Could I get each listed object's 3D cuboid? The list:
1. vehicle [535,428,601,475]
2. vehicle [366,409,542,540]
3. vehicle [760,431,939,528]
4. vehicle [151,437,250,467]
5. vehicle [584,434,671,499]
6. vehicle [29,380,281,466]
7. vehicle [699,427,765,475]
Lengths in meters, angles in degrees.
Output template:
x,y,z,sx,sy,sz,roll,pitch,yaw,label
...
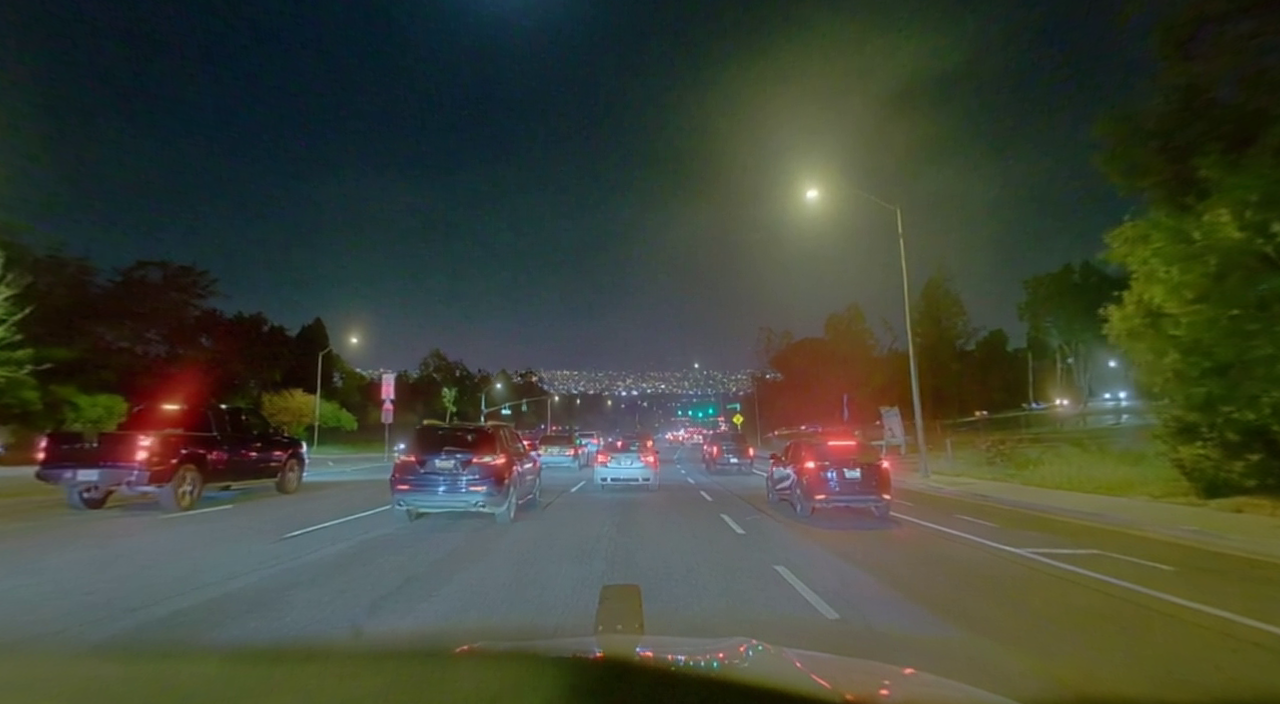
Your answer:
x,y,z,sx,sy,sz,roll,pitch,yaw,label
-3.013,4.295,27.391,2.218,1.829,4.492,0,-8,2,vehicle
-2.921,2.045,11.264,2.111,1.745,5.274,1,-8,-7,vehicle
3.605,2.259,11.807,1.884,1.463,4.195,0,-8,0,vehicle
-23.437,5.362,33.958,1.865,1.493,4.712,-1,-8,2,vehicle
-0.305,2.990,16.920,2.030,1.477,4.330,0,-8,0,vehicle
-27.917,4.522,38.186,3.181,4.189,14.107,-1,-8,4,vehicle
3.829,4.207,27.058,2.099,1.845,4.363,0,-8,0,vehicle
